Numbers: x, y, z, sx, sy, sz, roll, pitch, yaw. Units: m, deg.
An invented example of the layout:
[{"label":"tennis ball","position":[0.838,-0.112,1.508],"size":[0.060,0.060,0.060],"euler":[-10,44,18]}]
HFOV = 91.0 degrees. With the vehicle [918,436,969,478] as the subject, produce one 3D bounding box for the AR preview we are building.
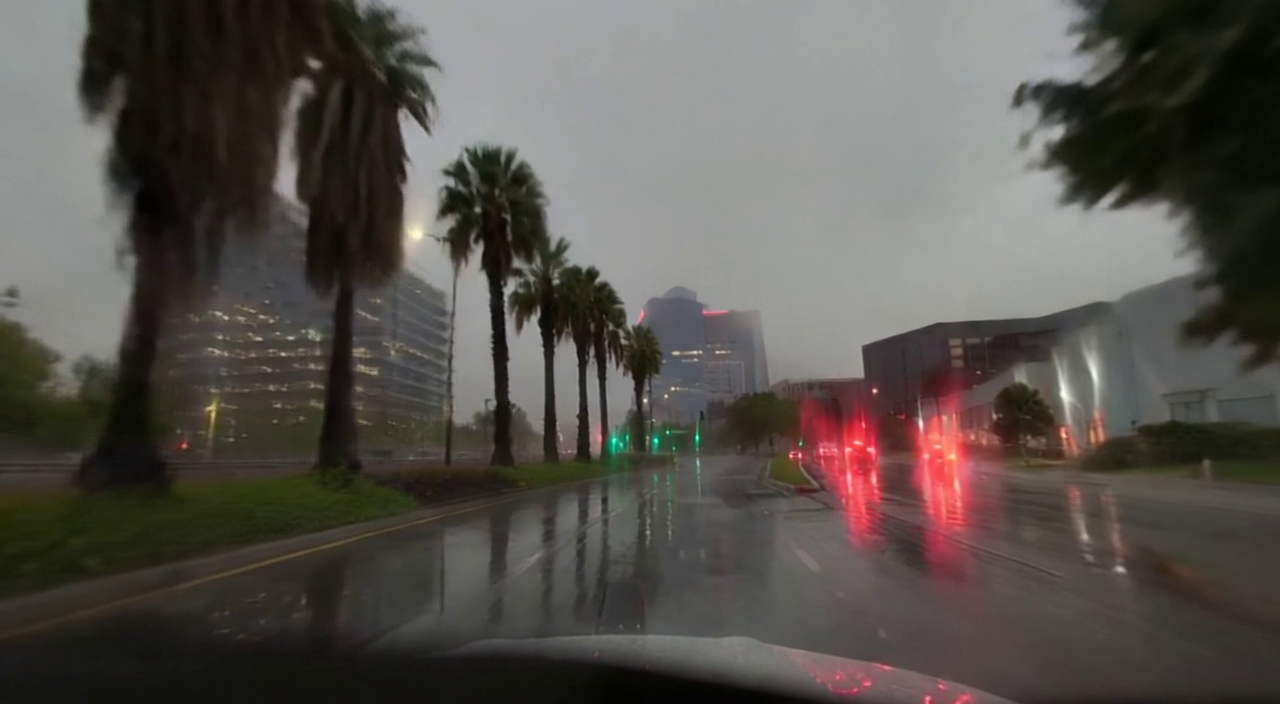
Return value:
[{"label":"vehicle","position":[17.666,6.128,36.771],"size":[2.219,2.342,1.744],"euler":[-1,-10,13]}]
